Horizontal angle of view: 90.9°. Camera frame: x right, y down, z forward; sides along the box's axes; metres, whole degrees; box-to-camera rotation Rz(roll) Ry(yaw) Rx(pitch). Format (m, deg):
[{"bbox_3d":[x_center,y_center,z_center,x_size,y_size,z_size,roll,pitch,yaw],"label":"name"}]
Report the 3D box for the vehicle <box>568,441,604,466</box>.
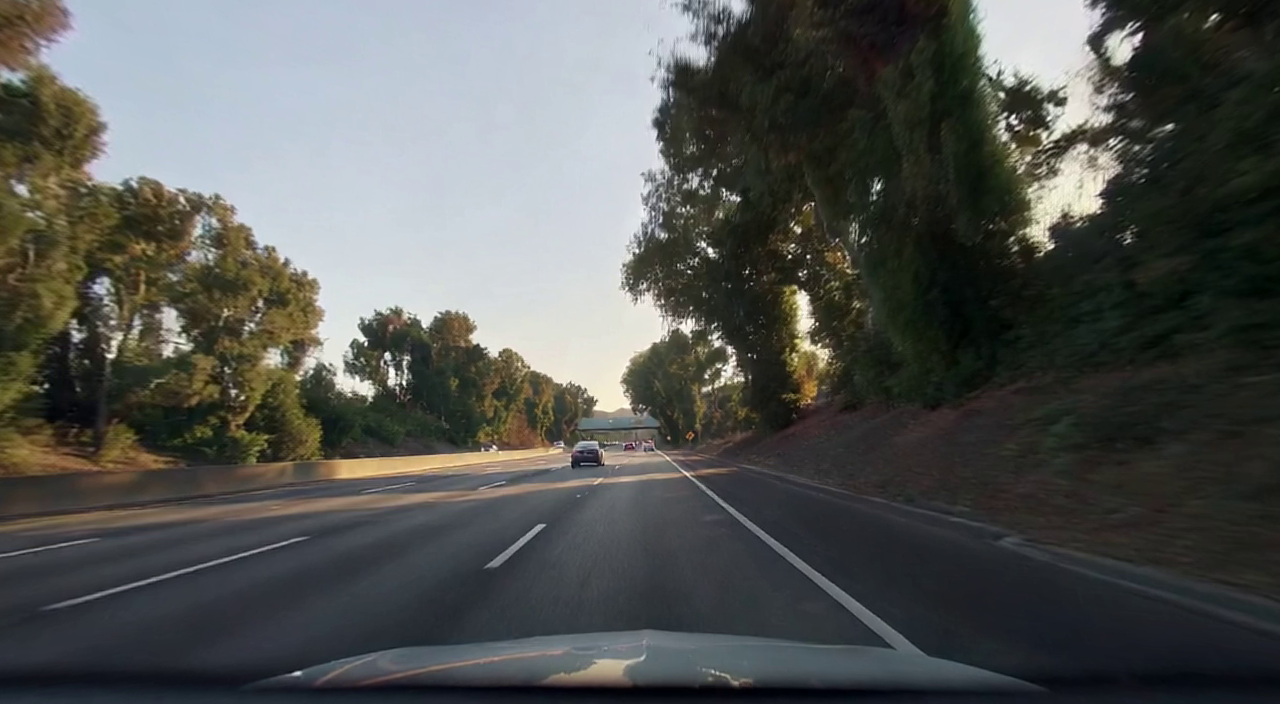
[{"bbox_3d":[-3.547,6.712,41.890,1.993,1.589,3.898,0,-8,1],"label":"vehicle"}]
